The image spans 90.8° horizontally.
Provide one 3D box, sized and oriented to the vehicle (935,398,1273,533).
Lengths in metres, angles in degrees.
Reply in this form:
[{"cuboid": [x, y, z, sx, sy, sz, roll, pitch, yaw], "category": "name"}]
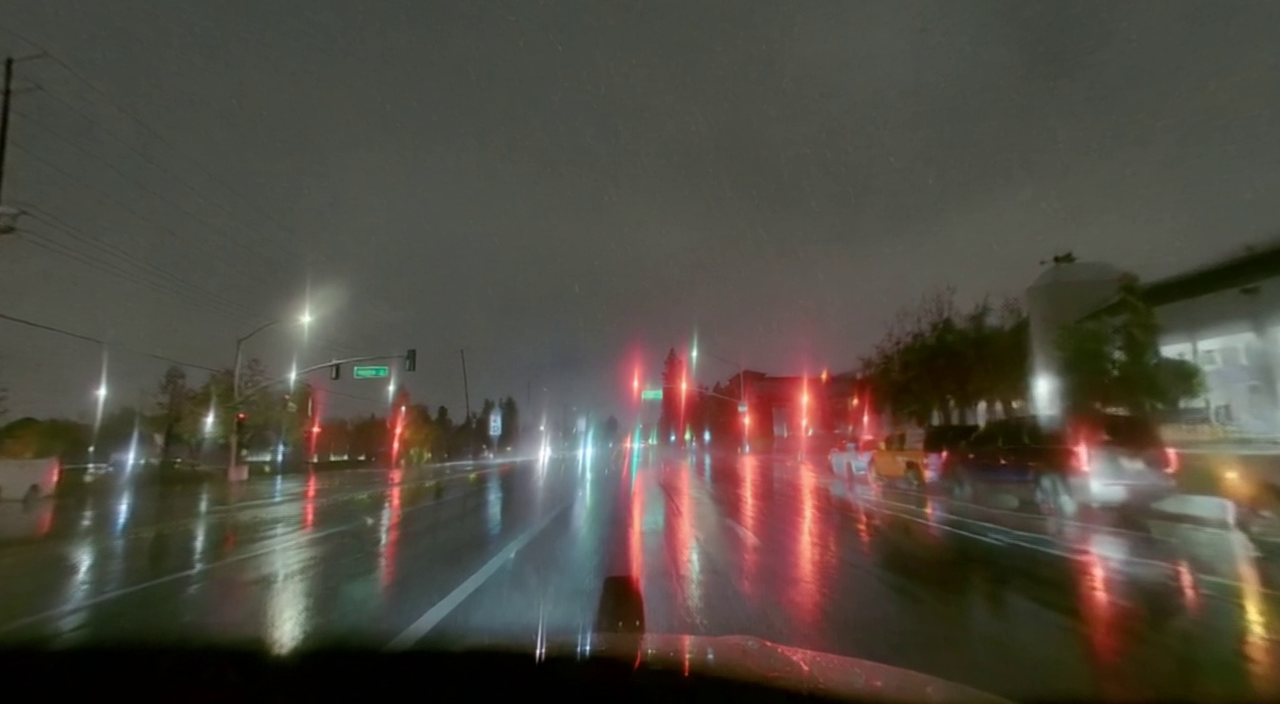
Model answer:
[{"cuboid": [7.756, 1.984, 11.569, 2.130, 1.877, 5.334, 0, -8, 0], "category": "vehicle"}]
